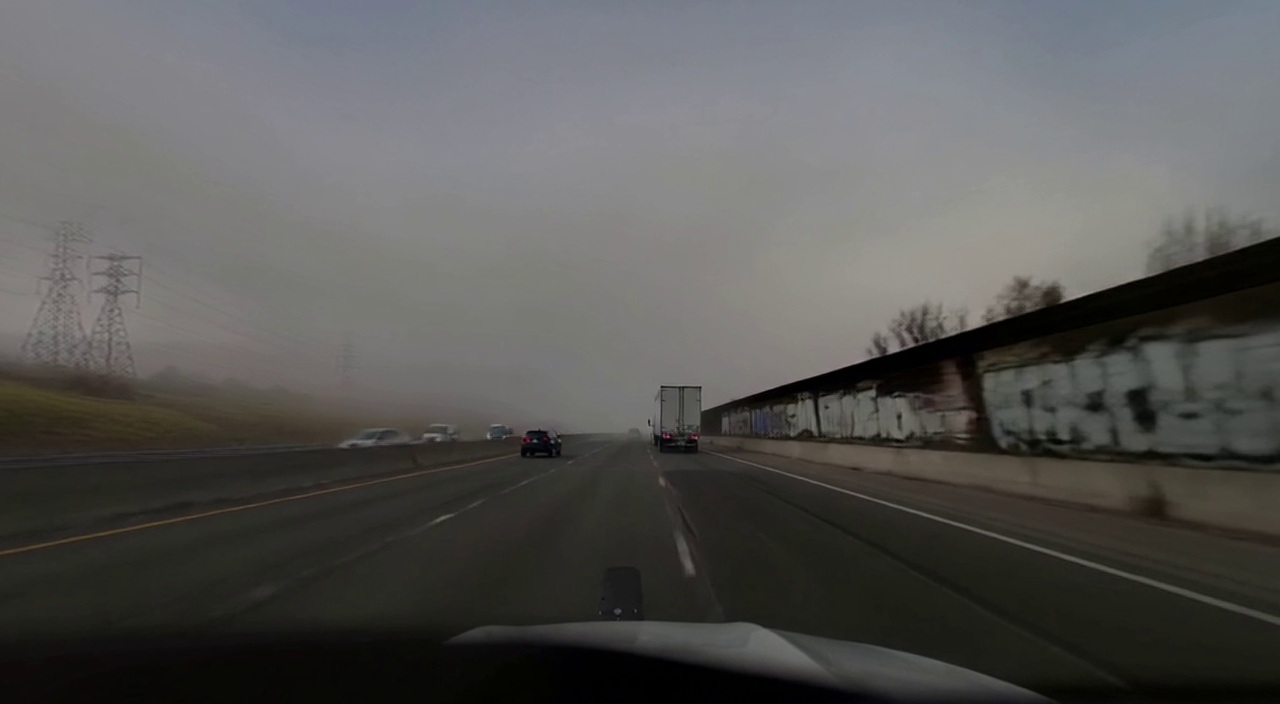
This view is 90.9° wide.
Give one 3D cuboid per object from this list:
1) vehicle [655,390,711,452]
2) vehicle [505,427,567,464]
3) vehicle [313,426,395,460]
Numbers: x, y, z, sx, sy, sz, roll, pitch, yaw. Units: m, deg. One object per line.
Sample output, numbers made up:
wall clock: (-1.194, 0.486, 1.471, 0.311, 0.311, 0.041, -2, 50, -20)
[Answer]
vehicle: (2.807, 5.014, 44.839, 3.060, 3.842, 11.095, 0, -8, -1)
vehicle: (-4.517, 4.134, 28.065, 1.965, 1.486, 4.448, 0, -8, 0)
vehicle: (-16.180, 5.181, 36.028, 2.118, 1.765, 5.524, 0, -8, 0)
